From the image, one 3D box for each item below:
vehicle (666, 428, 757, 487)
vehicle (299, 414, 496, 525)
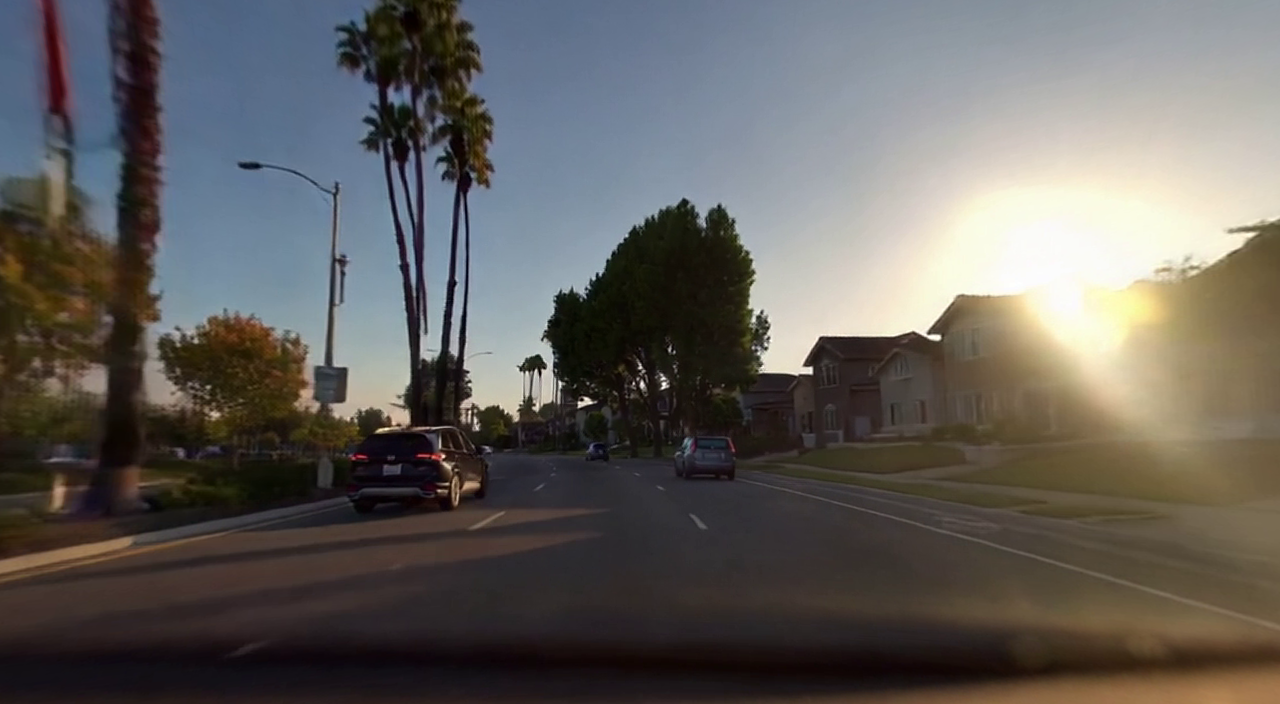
[{"bbox_3d":[2.326,3.614,21.854,2.195,1.804,4.658,1,-8,-6],"label":"vehicle"},{"bbox_3d":[-4.460,2.248,12.575,2.150,1.768,4.868,0,-8,-2],"label":"vehicle"}]
